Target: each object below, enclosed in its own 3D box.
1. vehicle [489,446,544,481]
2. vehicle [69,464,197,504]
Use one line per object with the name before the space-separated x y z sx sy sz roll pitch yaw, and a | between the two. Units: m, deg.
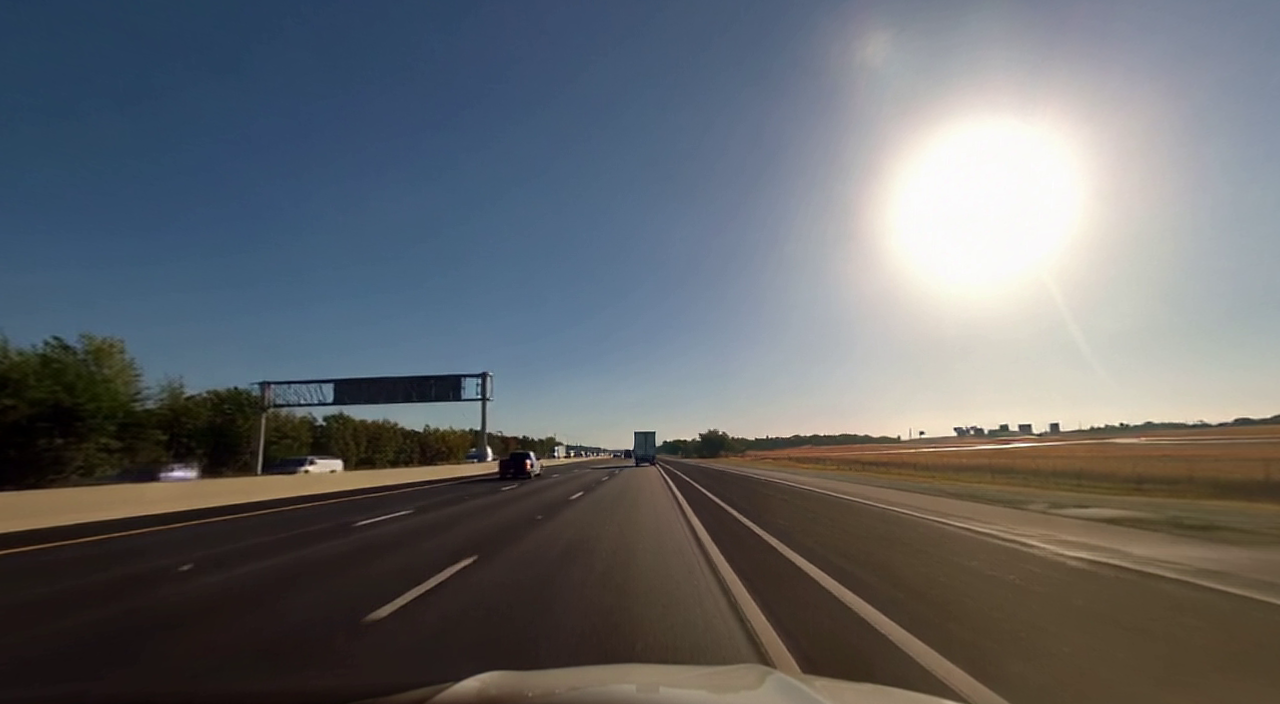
vehicle | -6.947 6.295 35.935 2.052 1.817 4.744 0 -9 1
vehicle | -21.922 5.683 27.555 1.795 1.484 4.539 0 -9 0
